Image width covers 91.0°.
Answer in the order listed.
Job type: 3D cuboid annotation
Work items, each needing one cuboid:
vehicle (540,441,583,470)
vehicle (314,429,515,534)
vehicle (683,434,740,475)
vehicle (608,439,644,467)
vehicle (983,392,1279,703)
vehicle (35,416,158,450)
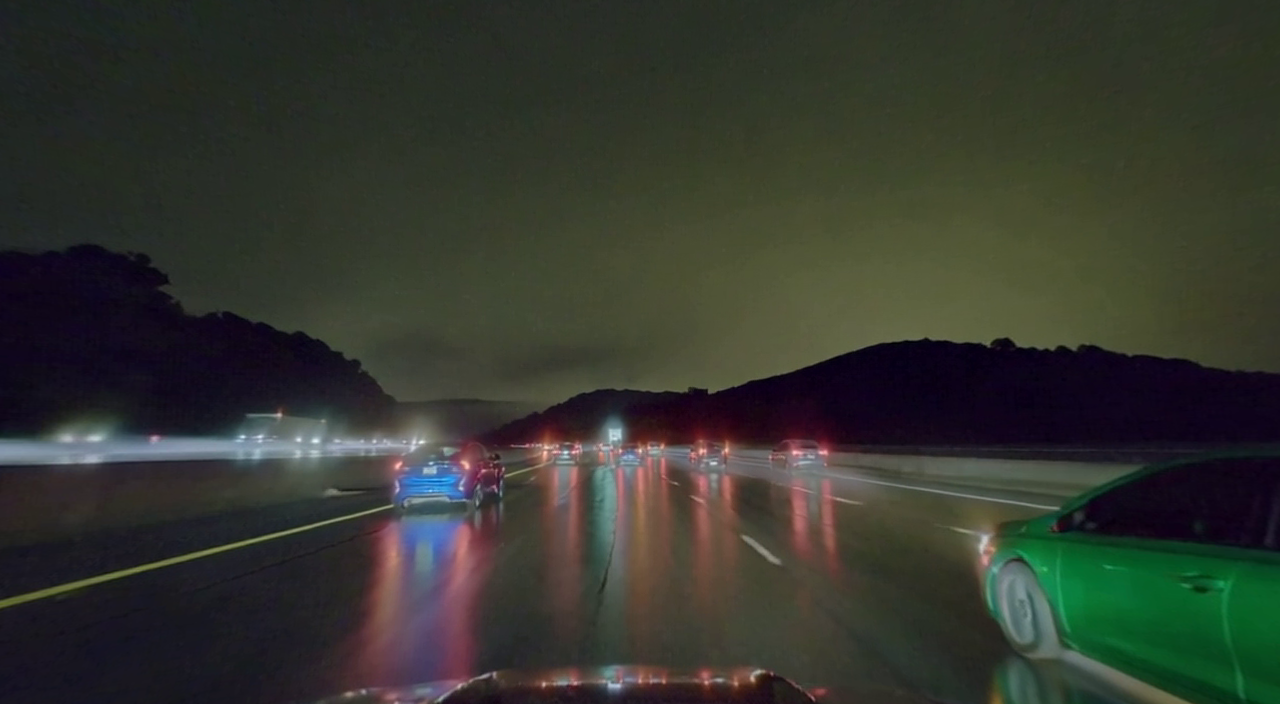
[{"bbox_3d":[-4.160,5.568,33.931,1.796,1.464,3.839,0,-9,0],"label":"vehicle"},{"bbox_3d":[-3.735,2.220,11.383,1.993,1.500,4.248,0,-9,1],"label":"vehicle"},{"bbox_3d":[3.402,5.009,30.899,2.222,1.820,4.733,0,-9,-1],"label":"vehicle"},{"bbox_3d":[-0.836,6.266,39.175,2.147,1.572,4.094,0,-9,0],"label":"vehicle"},{"bbox_3d":[3.391,0.848,1.839,2.136,1.511,4.706,0,-9,0],"label":"vehicle"},{"bbox_3d":[-31.496,4.794,36.839,1.999,1.766,5.898,0,-9,-1],"label":"vehicle"}]
